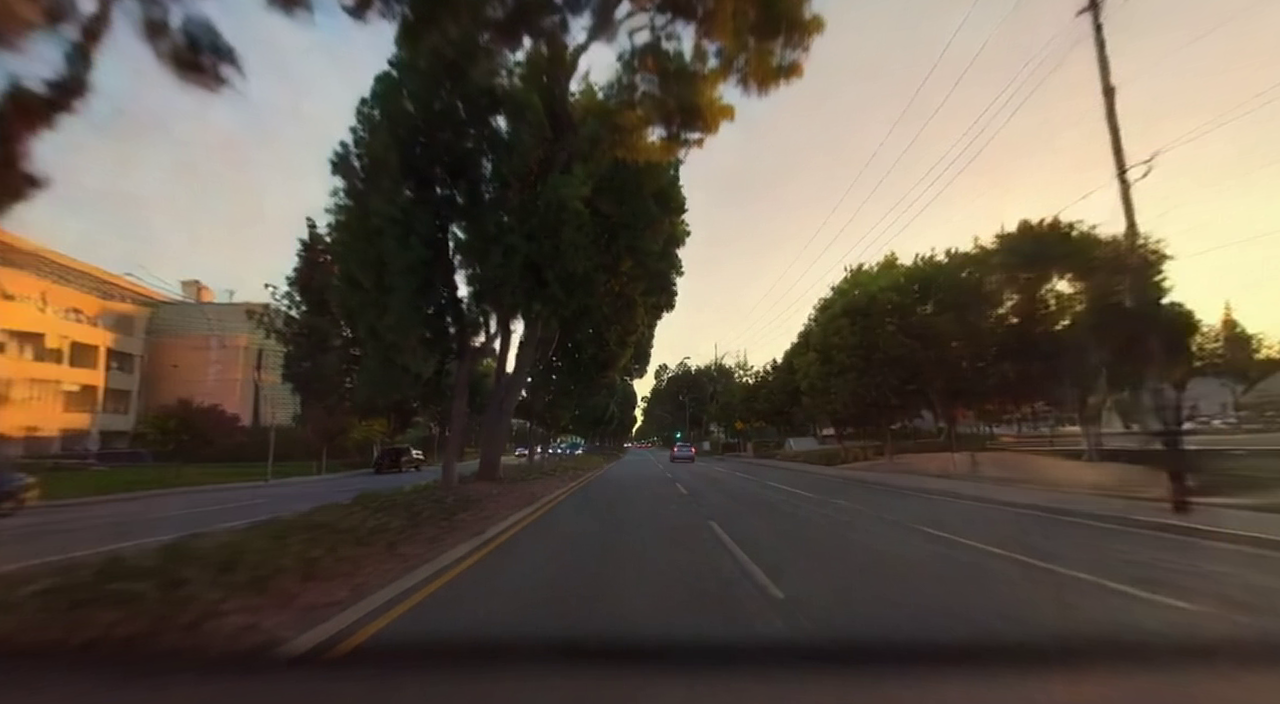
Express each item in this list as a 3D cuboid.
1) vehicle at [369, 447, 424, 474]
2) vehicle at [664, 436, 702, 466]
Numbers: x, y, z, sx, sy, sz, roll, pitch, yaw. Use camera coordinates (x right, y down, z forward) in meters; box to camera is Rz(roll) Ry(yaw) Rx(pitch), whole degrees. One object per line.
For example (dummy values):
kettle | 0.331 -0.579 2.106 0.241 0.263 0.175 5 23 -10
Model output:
vehicle | -17.077 7.580 44.578 2.052 1.776 4.483 0 -8 0
vehicle | 2.815 6.624 42.376 2.085 1.828 5.383 0 -8 -1
